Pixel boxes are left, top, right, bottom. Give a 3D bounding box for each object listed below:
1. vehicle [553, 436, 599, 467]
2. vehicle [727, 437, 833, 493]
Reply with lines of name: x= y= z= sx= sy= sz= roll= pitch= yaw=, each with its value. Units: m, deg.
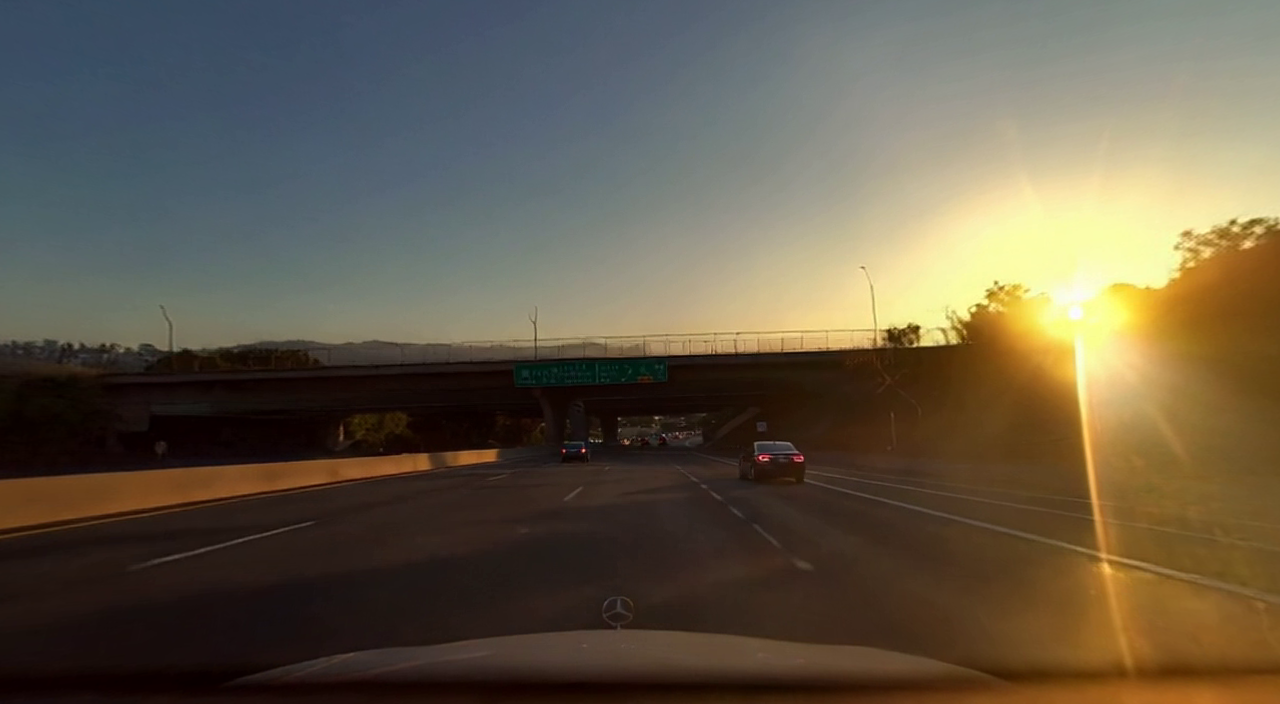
vehicle: x=-3.587 y=5.671 z=36.068 sx=2.048 sy=1.618 sz=4.424 roll=0 pitch=-9 yaw=1
vehicle: x=4.025 y=3.333 z=18.997 sx=2.060 sy=1.485 sz=4.274 roll=0 pitch=-8 yaw=-2
